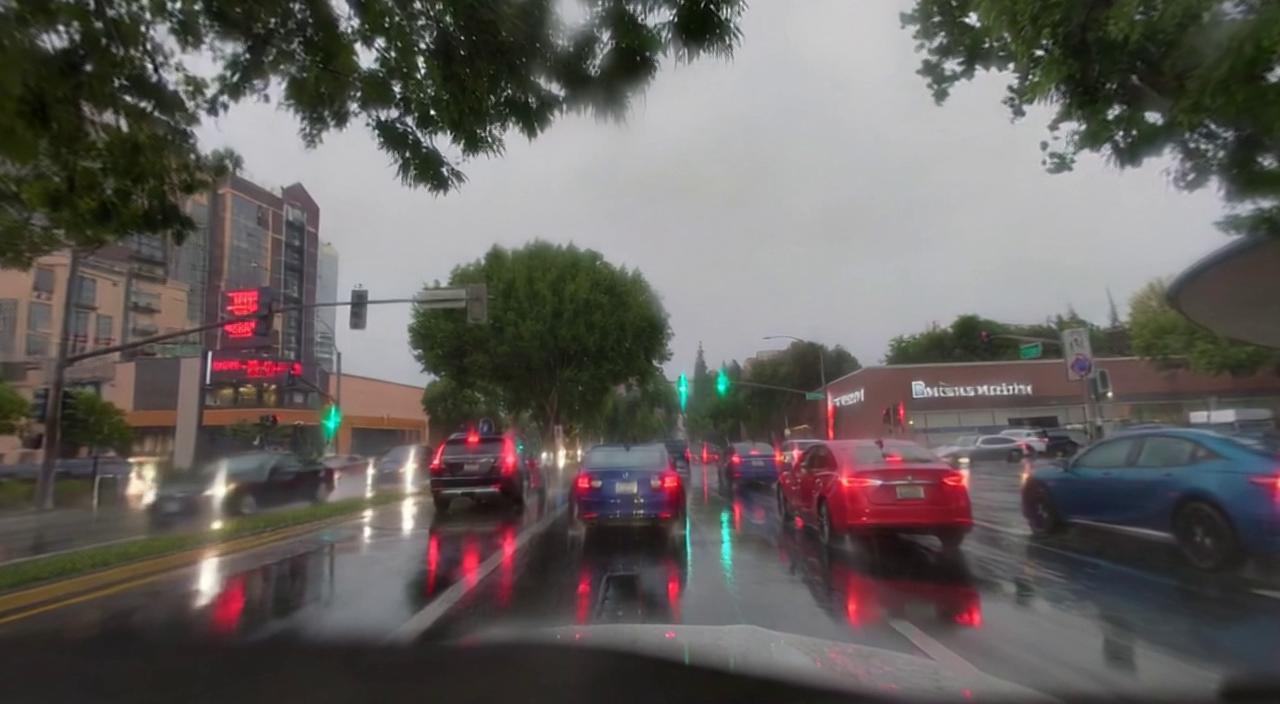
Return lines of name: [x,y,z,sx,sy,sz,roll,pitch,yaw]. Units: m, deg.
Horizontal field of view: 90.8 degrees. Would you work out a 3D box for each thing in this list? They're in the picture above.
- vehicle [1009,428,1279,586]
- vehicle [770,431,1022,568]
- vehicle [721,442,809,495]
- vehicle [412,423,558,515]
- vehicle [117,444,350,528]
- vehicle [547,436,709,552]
vehicle: [7.207,1.807,8.224,2.004,1.508,4.646,0,-8,0]
vehicle: [3.282,1.948,9.177,2.020,1.513,4.120,0,-8,2]
vehicle: [3.820,3.614,20.139,1.888,1.472,4.528,0,-8,0]
vehicle: [-3.438,2.712,15.224,2.160,1.823,5.115,0,-8,1]
vehicle: [-8.330,2.738,13.607,2.045,1.438,4.480,0,-8,0]
vehicle: [-0.120,2.118,10.157,2.098,1.477,3.897,0,-8,1]
